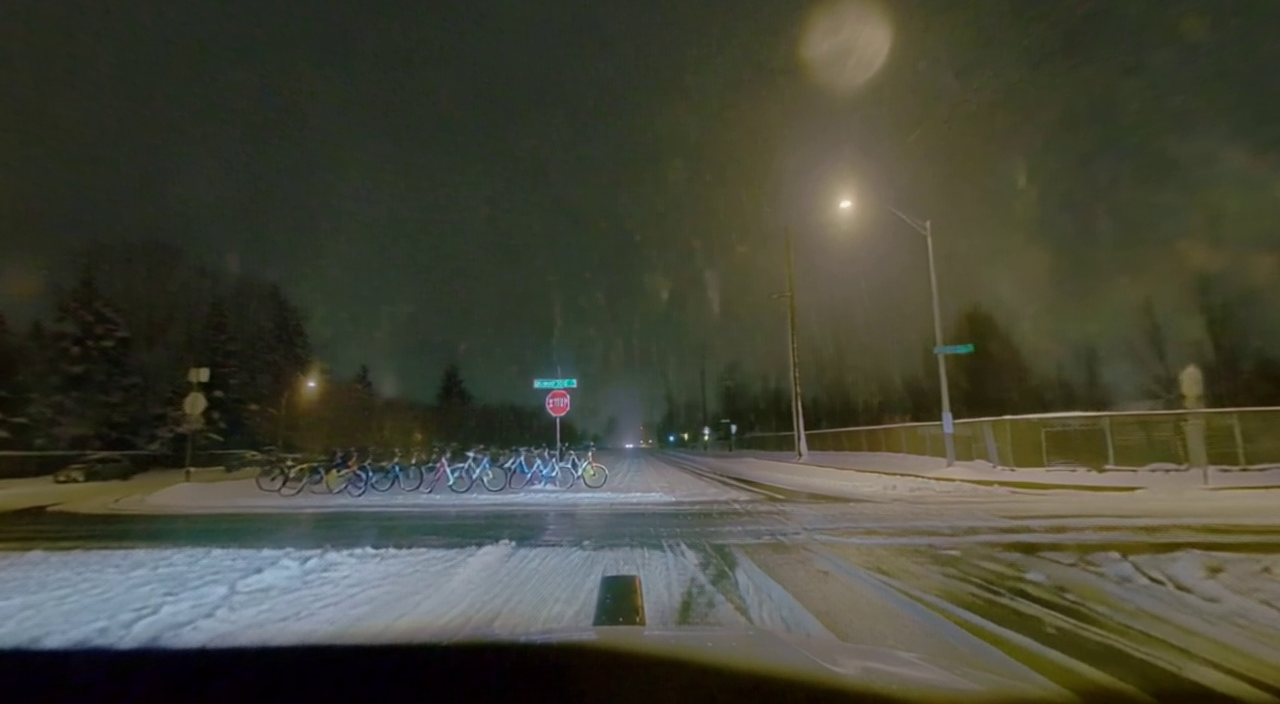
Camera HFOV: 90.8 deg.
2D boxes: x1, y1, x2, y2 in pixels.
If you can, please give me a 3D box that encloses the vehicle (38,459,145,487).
[{"bbox_3d":[-33.551,7.383,38.733,4.569,1.558,1.903,0,-9,-5],"label":"vehicle"}]
